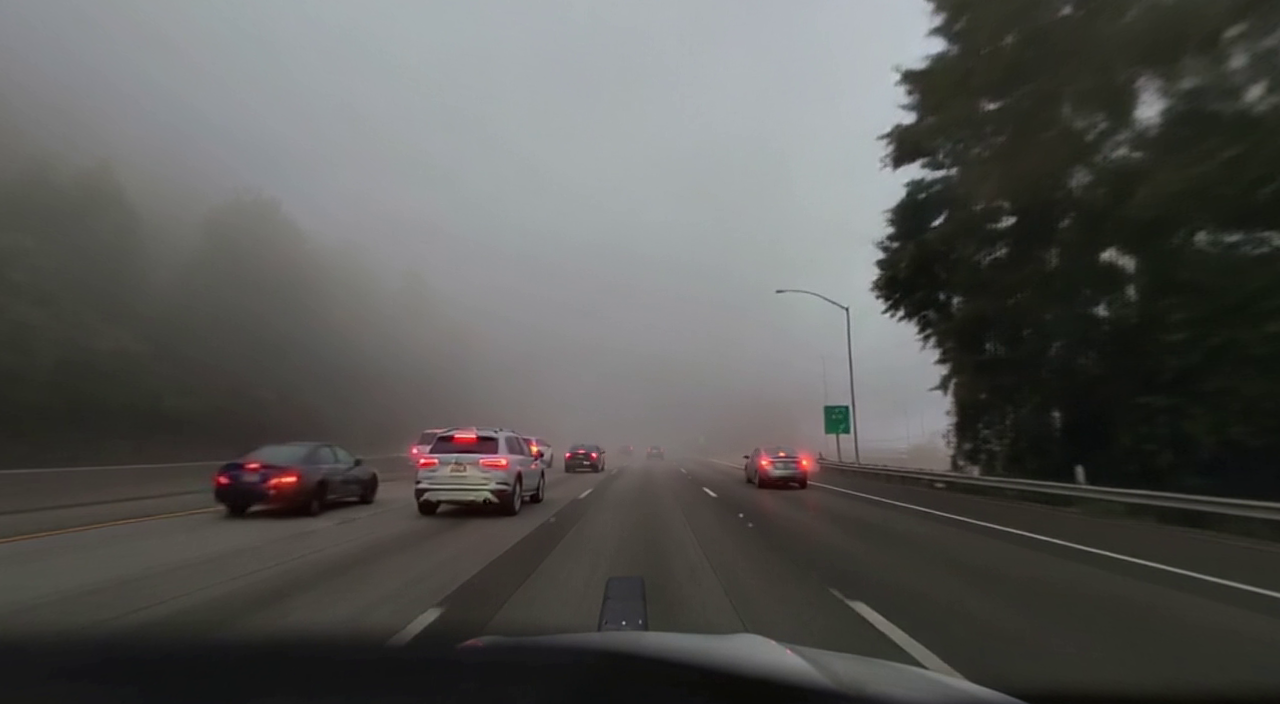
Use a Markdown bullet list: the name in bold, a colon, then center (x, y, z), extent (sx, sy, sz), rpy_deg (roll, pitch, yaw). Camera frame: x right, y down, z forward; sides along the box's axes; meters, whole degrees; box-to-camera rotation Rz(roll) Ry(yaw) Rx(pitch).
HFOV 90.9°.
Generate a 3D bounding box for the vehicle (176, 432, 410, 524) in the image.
- **vehicle**: center (-6.759, 2.493, 13.138), extent (2.049, 1.544, 4.866), rpy_deg (0, -8, 1)

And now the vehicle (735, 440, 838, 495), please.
- **vehicle**: center (4.288, 3.441, 19.270), extent (2.022, 1.472, 4.678), rpy_deg (0, -8, 0)

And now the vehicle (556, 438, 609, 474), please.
- **vehicle**: center (-2.832, 5.263, 32.044), extent (2.133, 1.668, 4.505), rpy_deg (0, -8, 2)

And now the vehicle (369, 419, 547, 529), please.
- **vehicle**: center (-3.319, 2.332, 12.641), extent (2.133, 1.775, 4.530), rpy_deg (0, -8, 1)
